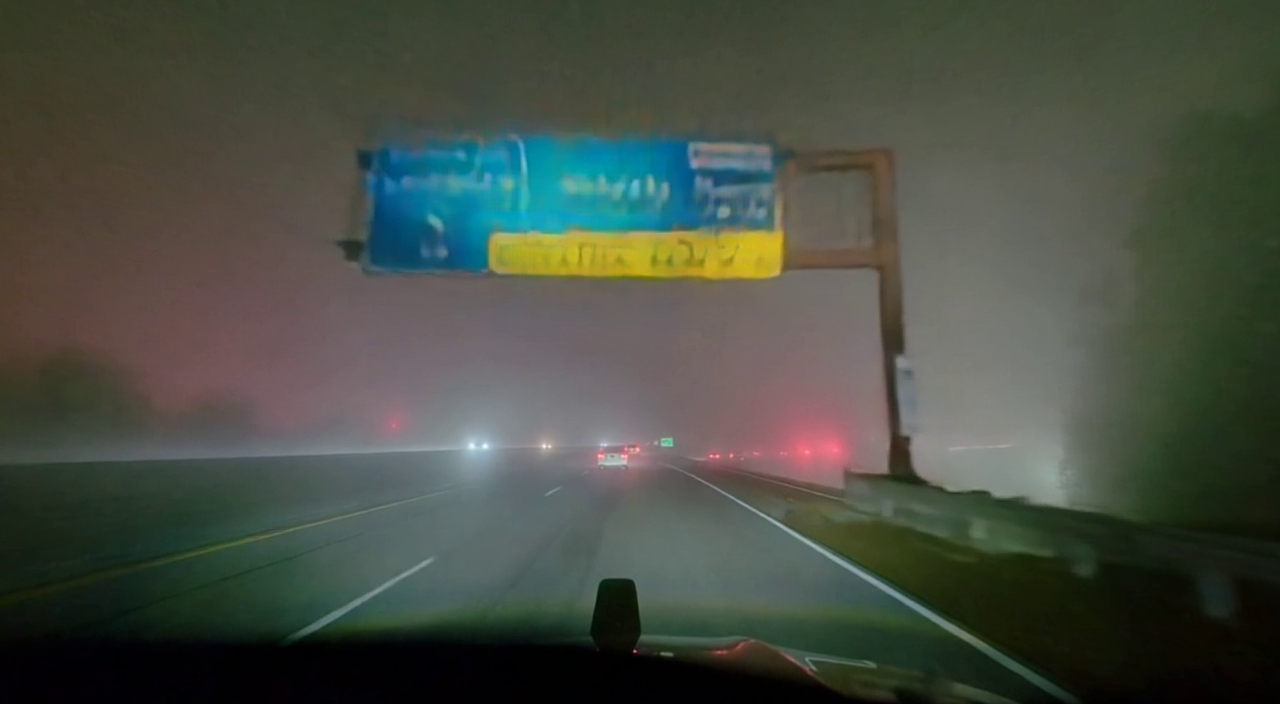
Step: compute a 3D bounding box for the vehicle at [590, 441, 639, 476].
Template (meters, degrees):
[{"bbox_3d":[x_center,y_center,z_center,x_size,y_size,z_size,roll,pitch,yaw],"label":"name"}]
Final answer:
[{"bbox_3d":[-1.165,5.091,30.079,2.055,1.509,4.255,-1,-9,2],"label":"vehicle"}]
